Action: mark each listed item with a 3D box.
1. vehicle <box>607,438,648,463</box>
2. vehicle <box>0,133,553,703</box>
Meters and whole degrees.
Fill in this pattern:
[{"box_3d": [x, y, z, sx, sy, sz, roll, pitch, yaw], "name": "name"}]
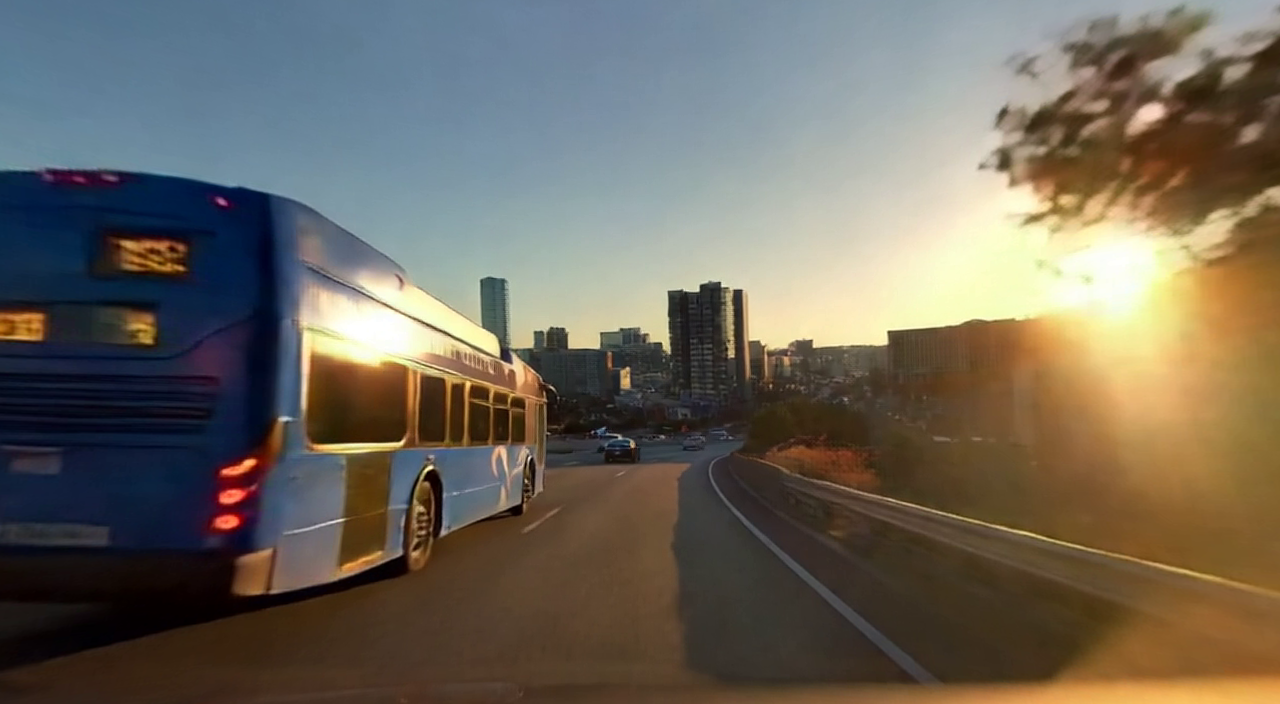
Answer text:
[{"box_3d": [-0.720, 6.292, 40.306, 1.928, 1.455, 4.361, -2, -9, 8], "name": "vehicle"}, {"box_3d": [-3.146, 0.946, 7.292, 2.888, 2.944, 8.373, -1, -9, 2], "name": "vehicle"}]
